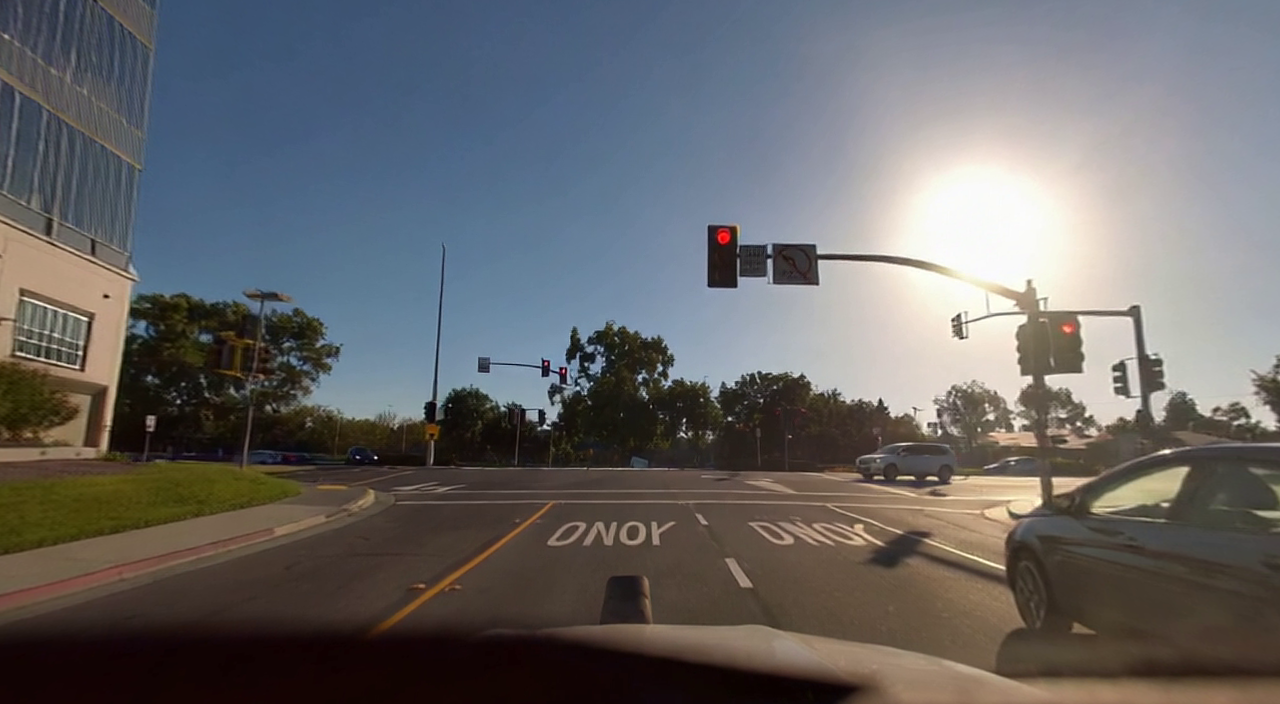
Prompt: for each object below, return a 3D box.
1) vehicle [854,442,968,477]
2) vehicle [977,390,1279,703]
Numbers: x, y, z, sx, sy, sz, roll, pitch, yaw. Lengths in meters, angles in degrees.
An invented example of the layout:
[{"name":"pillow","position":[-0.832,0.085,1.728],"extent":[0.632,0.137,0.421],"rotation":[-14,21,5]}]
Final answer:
[{"name":"vehicle","position":[13.504,5.363,31.592],"extent":[4.715,1.671,2.030],"rotation":[0,-8,-2]},{"name":"vehicle","position":[3.568,0.948,2.493],"extent":[2.036,1.583,4.911],"rotation":[-1,-8,4]}]
